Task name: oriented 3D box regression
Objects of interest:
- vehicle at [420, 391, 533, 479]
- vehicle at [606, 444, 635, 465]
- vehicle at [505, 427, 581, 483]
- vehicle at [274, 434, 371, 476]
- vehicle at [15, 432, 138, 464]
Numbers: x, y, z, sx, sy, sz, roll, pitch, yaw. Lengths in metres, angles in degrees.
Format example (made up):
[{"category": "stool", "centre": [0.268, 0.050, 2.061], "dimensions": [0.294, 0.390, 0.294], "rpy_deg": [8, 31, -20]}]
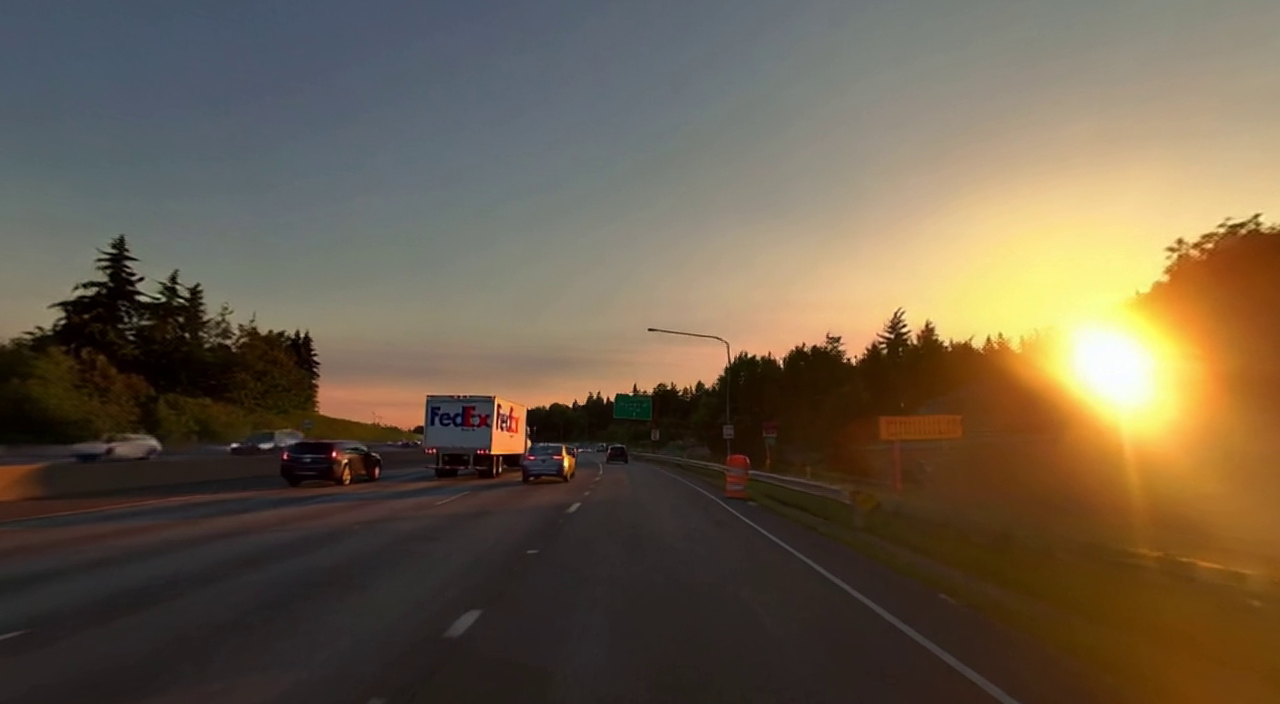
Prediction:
[{"category": "vehicle", "centre": [-6.815, 3.737, 27.933], "dimensions": [2.870, 3.266, 8.589], "rpy_deg": [0, -9, -1]}, {"category": "vehicle", "centre": [-1.458, 7.534, 46.590], "dimensions": [2.043, 1.489, 3.839], "rpy_deg": [1, -9, -3]}, {"category": "vehicle", "centre": [-3.496, 3.844, 23.732], "dimensions": [2.170, 1.886, 4.628], "rpy_deg": [0, -9, -1]}, {"category": "vehicle", "centre": [-13.614, 4.431, 27.424], "dimensions": [2.018, 1.668, 4.409], "rpy_deg": [0, -9, -2]}, {"category": "vehicle", "centre": [-27.447, 4.708, 31.020], "dimensions": [1.791, 1.469, 4.668], "rpy_deg": [0, -9, -2]}]
